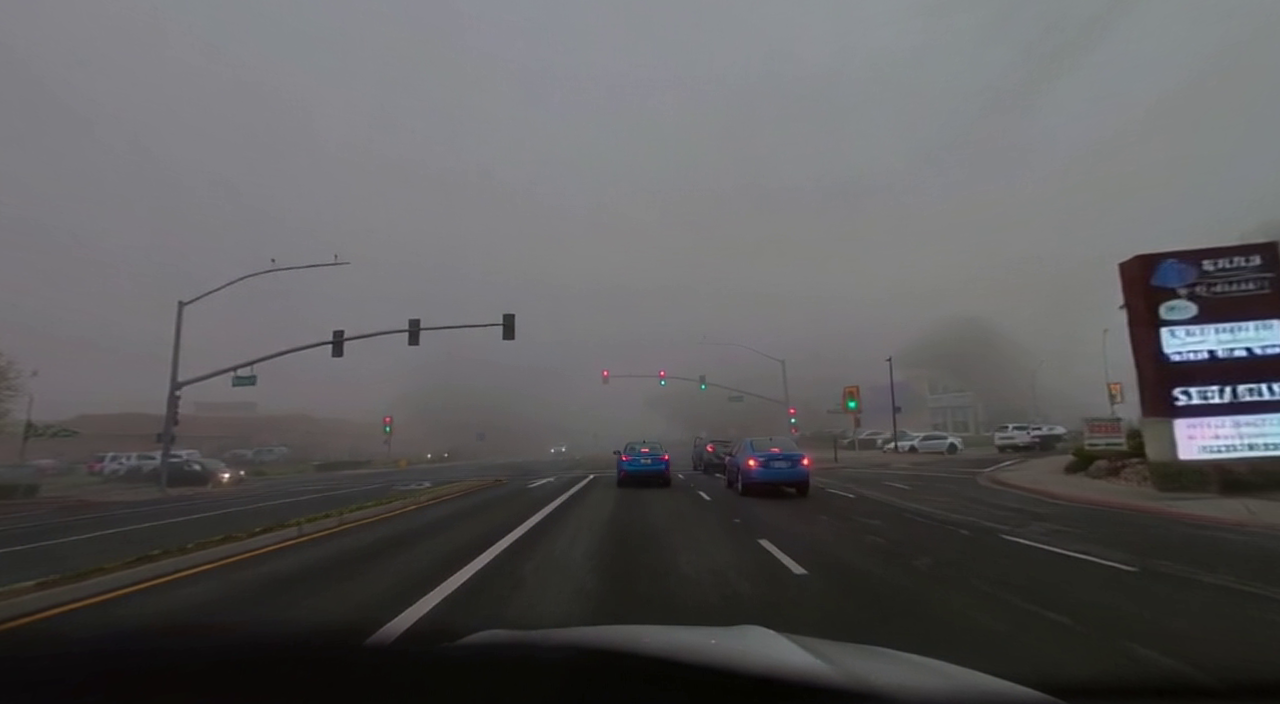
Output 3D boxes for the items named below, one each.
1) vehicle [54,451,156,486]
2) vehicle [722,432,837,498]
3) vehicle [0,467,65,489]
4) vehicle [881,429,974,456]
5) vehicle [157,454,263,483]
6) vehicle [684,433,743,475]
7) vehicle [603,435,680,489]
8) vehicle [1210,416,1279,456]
[{"bbox_3d":[-38.336,8.336,45.391,5.135,2.388,2.288,0,-8,-1],"label":"vehicle"},{"bbox_3d":[3.478,2.915,16.704,1.889,1.473,4.643,0,-8,-1],"label":"vehicle"},{"bbox_3d":[-44.549,8.995,45.297,4.604,1.447,1.892,0,-8,-3],"label":"vehicle"},{"bbox_3d":[19.966,6.311,44.078,5.438,1.776,2.032,0,-8,0],"label":"vehicle"},{"bbox_3d":[-26.303,7.135,38.785,4.780,1.669,2.232,0,-8,-2],"label":"vehicle"},{"bbox_3d":[3.114,4.445,27.719,1.973,1.633,4.717,0,-8,-1],"label":"vehicle"},{"bbox_3d":[0.007,3.367,19.647,2.135,1.468,4.076,0,-8,-1],"label":"vehicle"},{"bbox_3d":[25.898,3.512,26.277,2.222,1.538,4.817,-5,-10,30],"label":"vehicle"}]
